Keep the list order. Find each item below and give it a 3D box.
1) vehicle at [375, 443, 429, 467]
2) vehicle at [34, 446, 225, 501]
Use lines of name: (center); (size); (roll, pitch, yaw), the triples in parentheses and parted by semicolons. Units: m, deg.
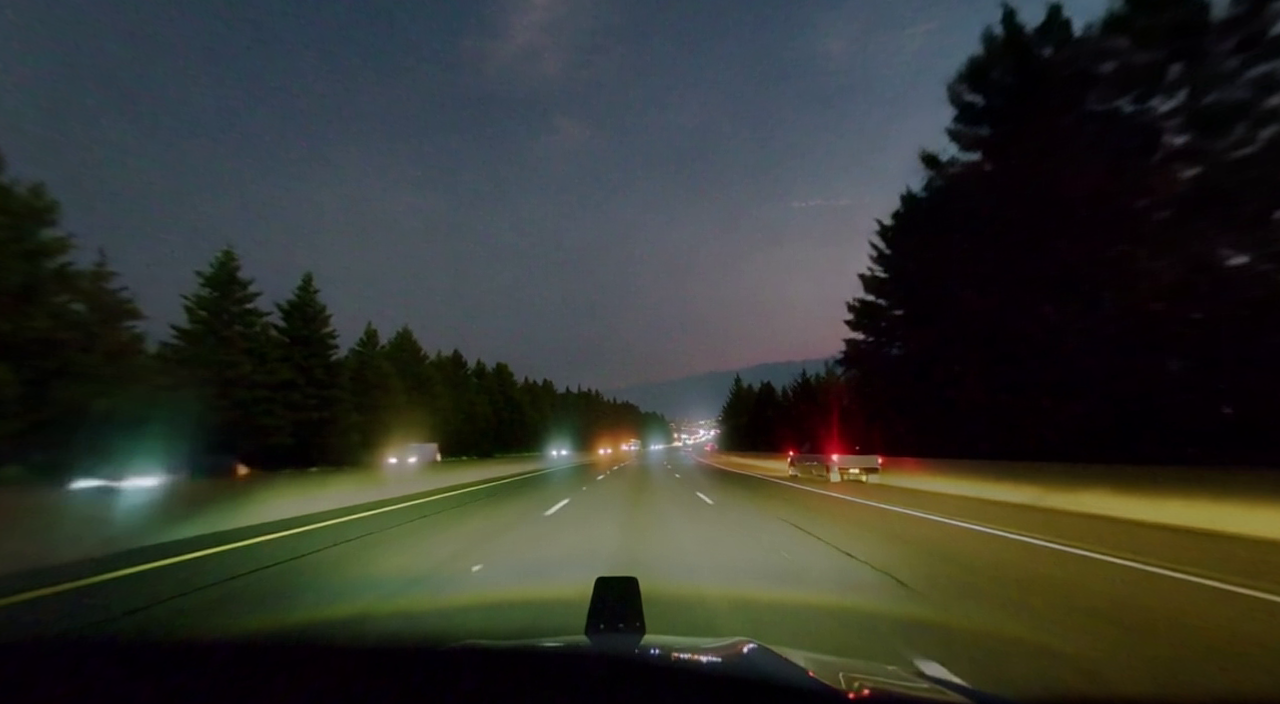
vehicle: (-18.652, 8.100, 49.703); (2.144, 1.802, 4.976); (0, -9, 2)
vehicle: (-15.876, 3.776, 20.055); (1.942, 1.504, 4.894); (0, -9, 1)
